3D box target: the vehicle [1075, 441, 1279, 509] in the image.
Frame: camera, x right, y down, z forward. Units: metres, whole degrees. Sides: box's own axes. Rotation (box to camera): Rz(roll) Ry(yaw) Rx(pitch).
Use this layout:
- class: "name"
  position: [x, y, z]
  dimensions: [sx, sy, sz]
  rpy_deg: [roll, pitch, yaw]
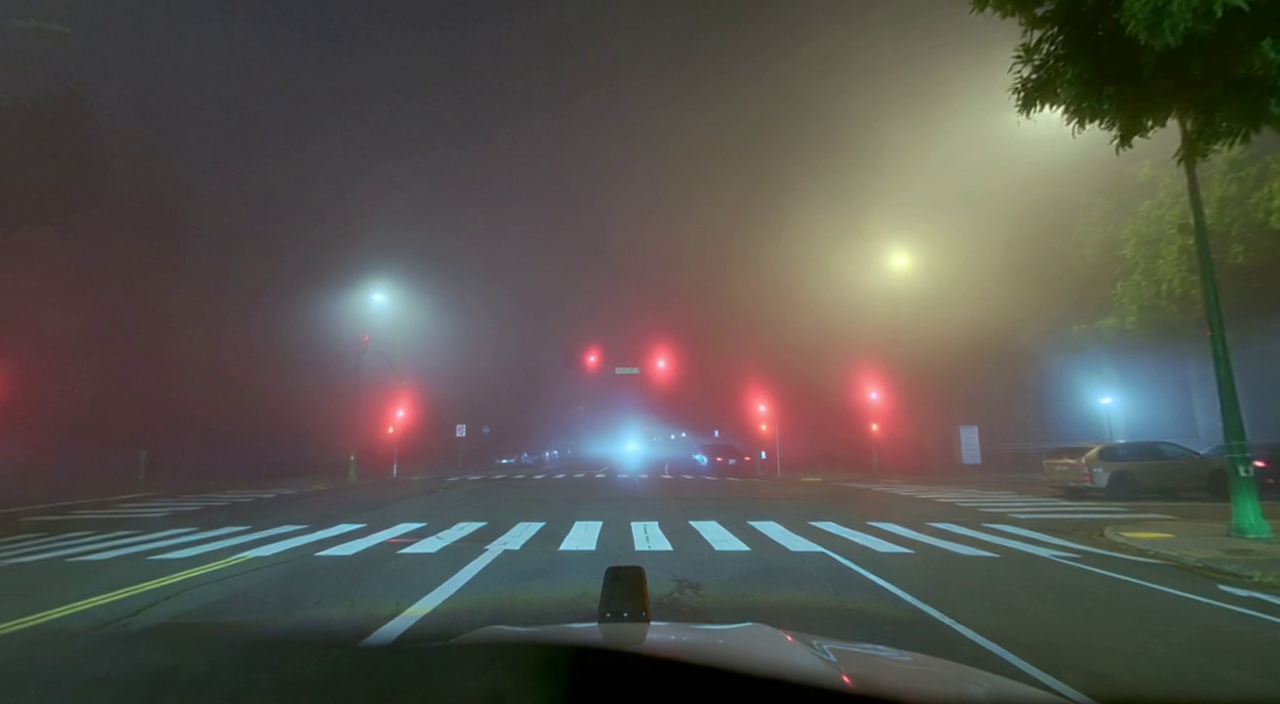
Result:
- class: "vehicle"
  position: [13.010, 2.799, 14.571]
  dimensions: [4.424, 1.436, 1.804]
  rpy_deg: [0, -8, 5]
